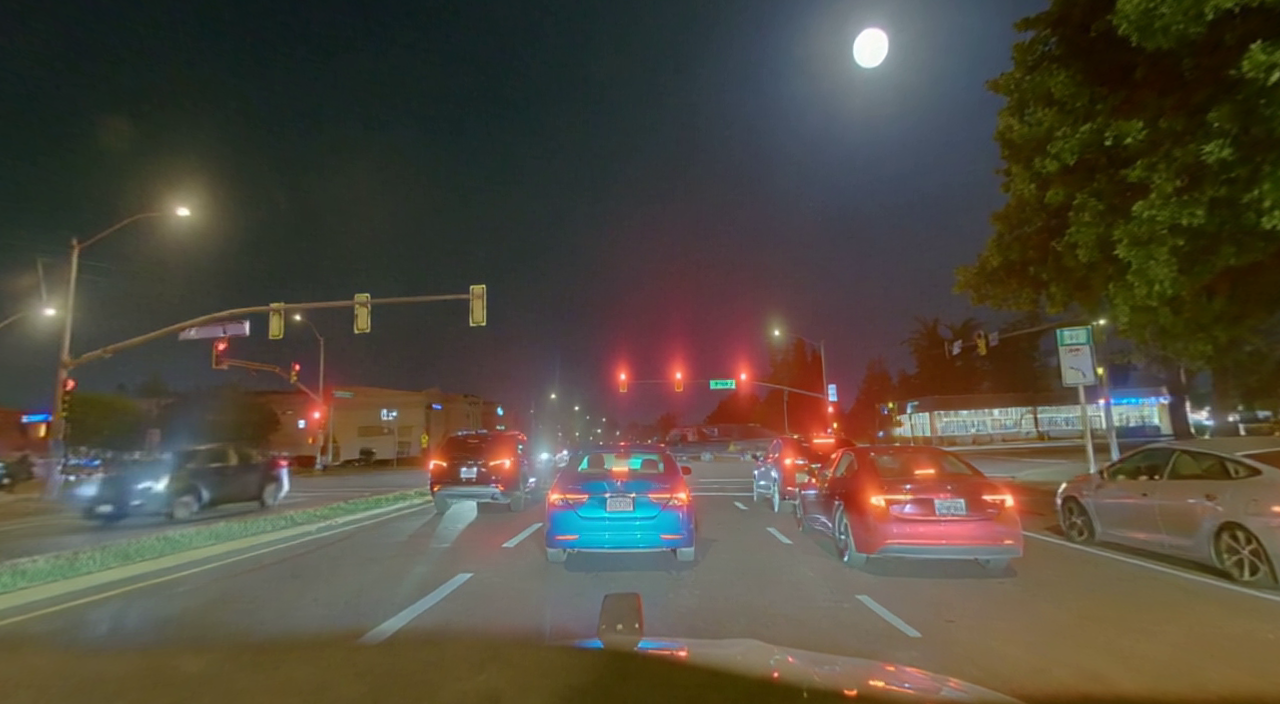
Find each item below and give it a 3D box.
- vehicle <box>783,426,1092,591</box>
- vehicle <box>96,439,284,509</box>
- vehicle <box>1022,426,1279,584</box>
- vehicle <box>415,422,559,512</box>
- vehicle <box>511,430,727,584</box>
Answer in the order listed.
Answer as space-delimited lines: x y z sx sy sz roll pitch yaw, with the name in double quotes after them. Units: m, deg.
3.238 1.759 8.001 2.020 1.513 4.120 0 -8 2 "vehicle"
-12.296 3.322 17.737 1.959 1.704 4.410 0 -8 1 "vehicle"
7.190 1.735 7.821 2.004 1.508 4.646 0 -8 0 "vehicle"
-3.431 2.709 15.403 2.160 1.823 5.115 0 -8 1 "vehicle"
-0.176 1.801 8.162 2.098 1.477 3.897 0 -8 1 "vehicle"
